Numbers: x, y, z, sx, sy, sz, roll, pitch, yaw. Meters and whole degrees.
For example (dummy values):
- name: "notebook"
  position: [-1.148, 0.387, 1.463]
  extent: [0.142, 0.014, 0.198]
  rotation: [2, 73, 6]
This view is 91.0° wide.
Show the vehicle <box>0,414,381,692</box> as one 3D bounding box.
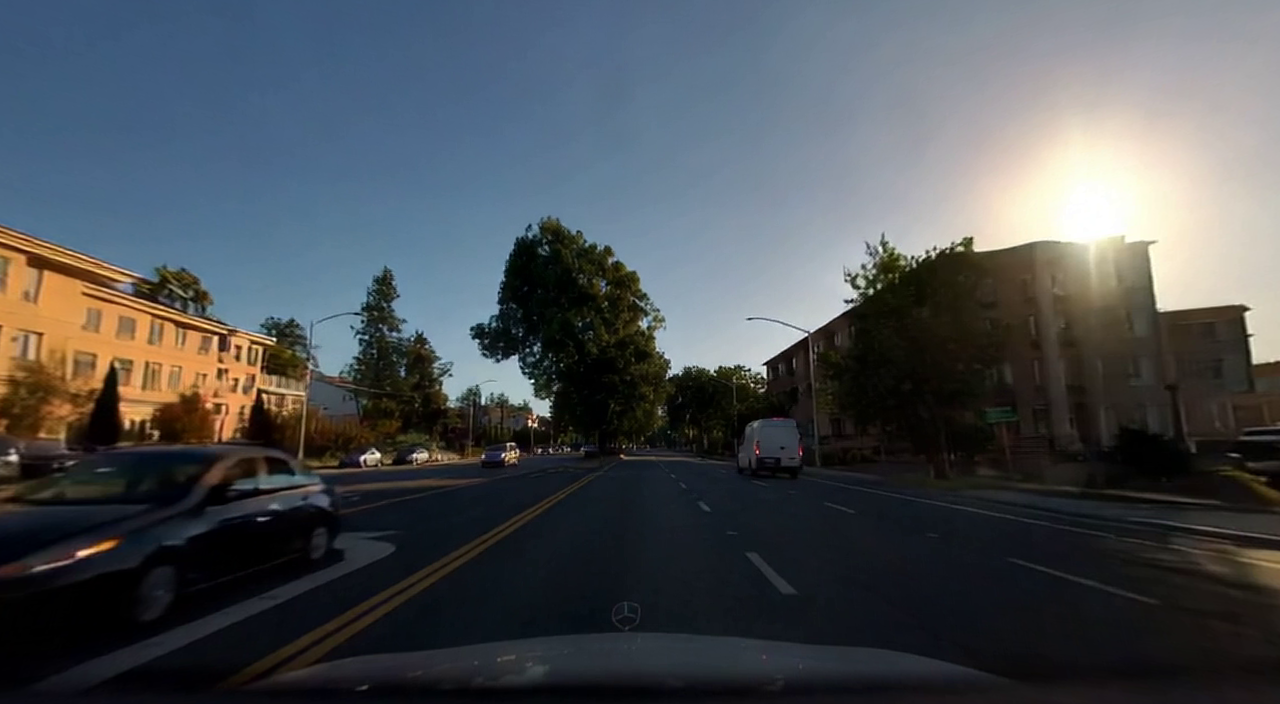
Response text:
- name: "vehicle"
  position: [-4.333, 1.476, 5.801]
  extent: [2.003, 1.539, 4.396]
  rotation: [-1, -9, 0]

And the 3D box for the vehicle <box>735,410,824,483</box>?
- name: "vehicle"
  position: [6.689, 4.731, 31.496]
  extent: [2.802, 3.208, 7.459]
  rotation: [0, -9, 0]
